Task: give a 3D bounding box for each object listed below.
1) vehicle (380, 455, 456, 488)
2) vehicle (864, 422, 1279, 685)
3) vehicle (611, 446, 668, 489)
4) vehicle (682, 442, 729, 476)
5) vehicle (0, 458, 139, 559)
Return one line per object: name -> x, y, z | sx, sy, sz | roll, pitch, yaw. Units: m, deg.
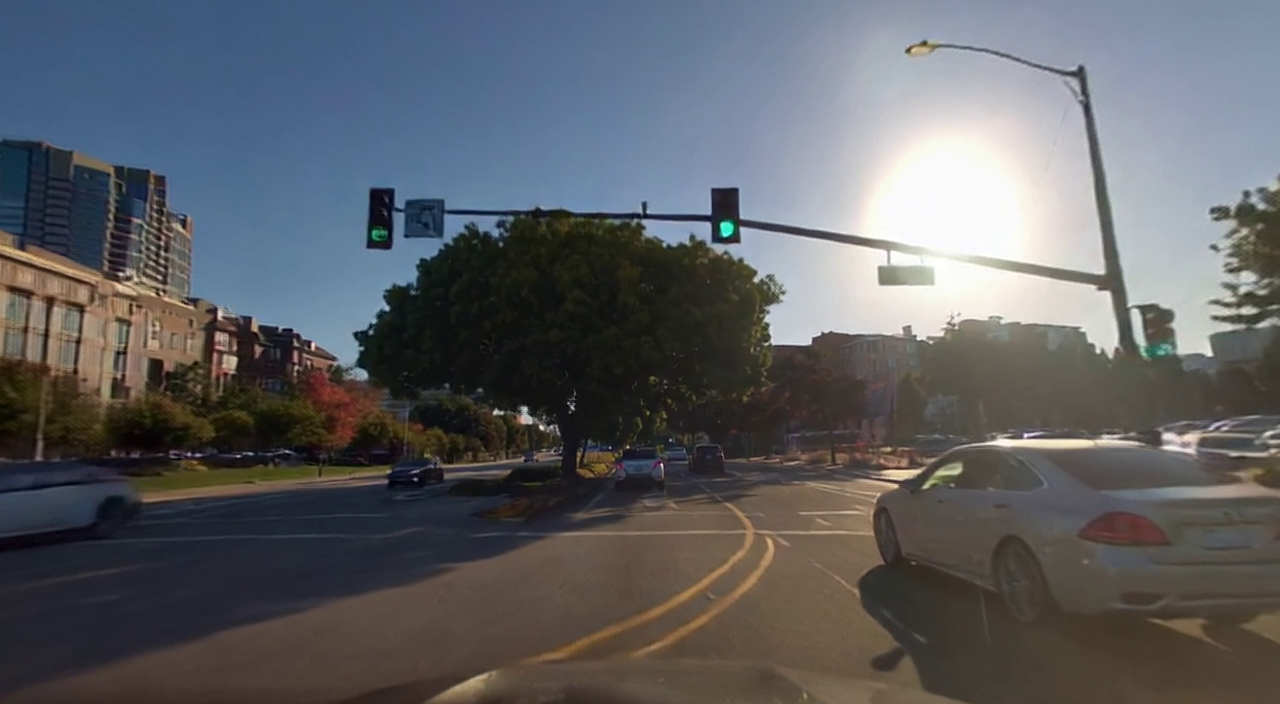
vehicle -> -10.913, 5.873, 31.390 | 2.043, 1.456, 4.627 | 0, -8, 1
vehicle -> 3.922, 1.473, 5.861 | 2.049, 1.473, 4.425 | 0, -8, 0
vehicle -> -0.004, 4.408, 24.502 | 2.034, 1.500, 3.966 | 0, -8, 0
vehicle -> 3.592, 5.969, 35.585 | 2.107, 1.773, 4.557 | 0, -8, -1
vehicle -> -10.900, 2.535, 10.284 | 1.808, 1.512, 4.447 | 0, -8, 0
